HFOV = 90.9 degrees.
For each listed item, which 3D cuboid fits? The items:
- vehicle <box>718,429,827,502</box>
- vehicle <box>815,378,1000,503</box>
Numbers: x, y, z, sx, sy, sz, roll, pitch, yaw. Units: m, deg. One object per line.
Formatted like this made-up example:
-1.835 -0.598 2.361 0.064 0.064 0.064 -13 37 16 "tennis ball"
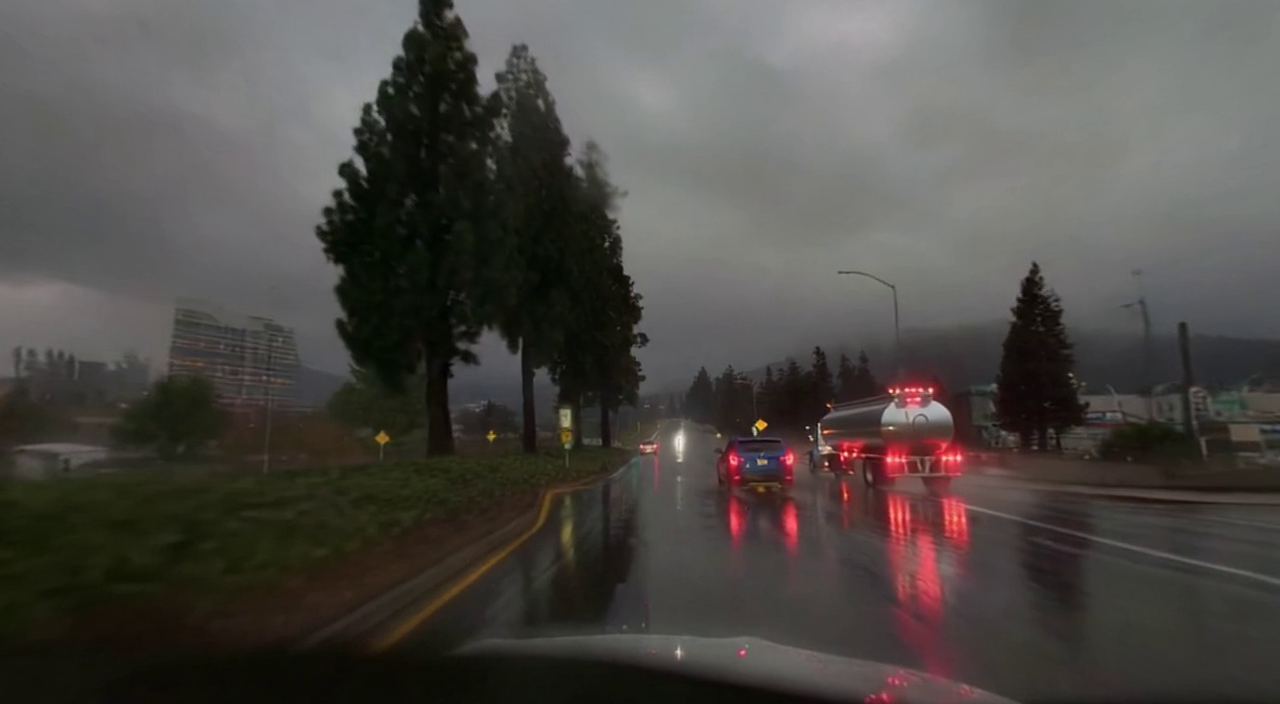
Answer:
3.519 3.107 17.668 2.045 1.729 4.532 0 -8 0 "vehicle"
7.759 2.736 19.428 2.849 3.207 6.275 0 -8 0 "vehicle"
